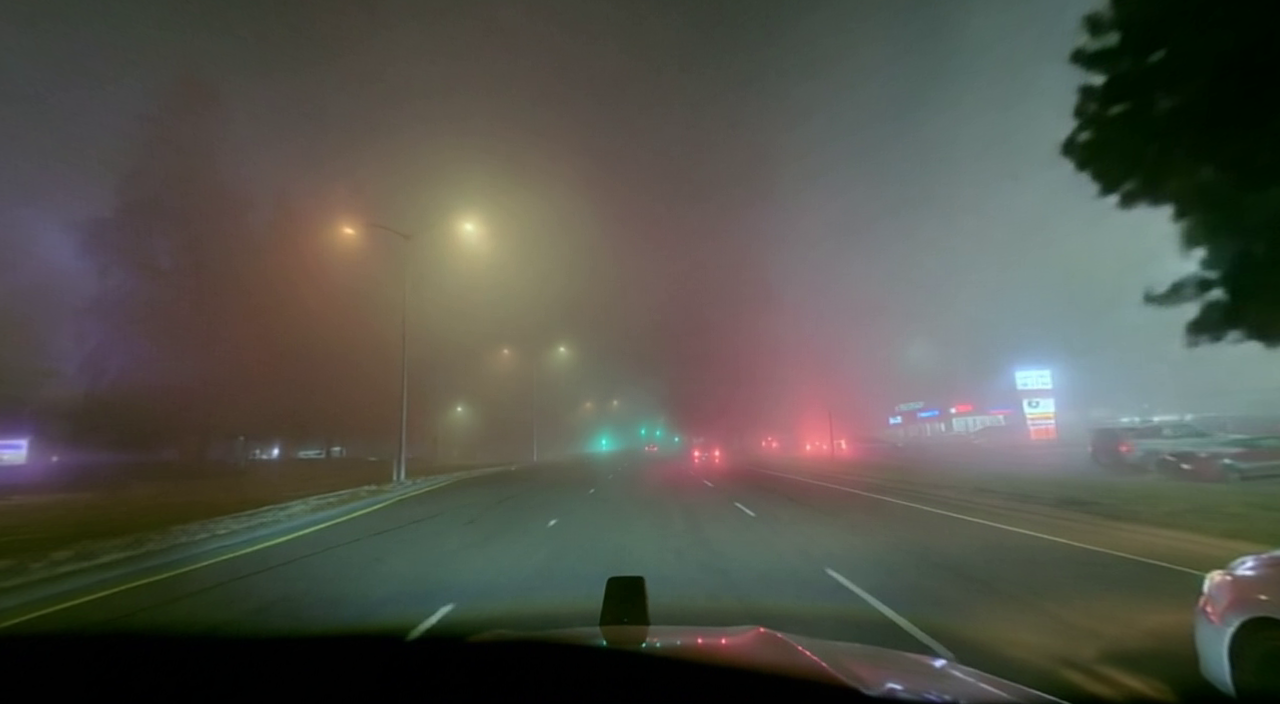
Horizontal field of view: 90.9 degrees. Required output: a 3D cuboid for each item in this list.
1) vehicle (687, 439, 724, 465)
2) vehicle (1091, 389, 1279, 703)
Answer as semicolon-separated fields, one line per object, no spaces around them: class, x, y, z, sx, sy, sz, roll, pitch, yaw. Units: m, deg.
vehicle;4.346;6.729;42.553;2.007;1.683;4.171;0;-8;-1
vehicle;3.529;0.708;1.108;1.995;1.528;4.732;0;-8;1
